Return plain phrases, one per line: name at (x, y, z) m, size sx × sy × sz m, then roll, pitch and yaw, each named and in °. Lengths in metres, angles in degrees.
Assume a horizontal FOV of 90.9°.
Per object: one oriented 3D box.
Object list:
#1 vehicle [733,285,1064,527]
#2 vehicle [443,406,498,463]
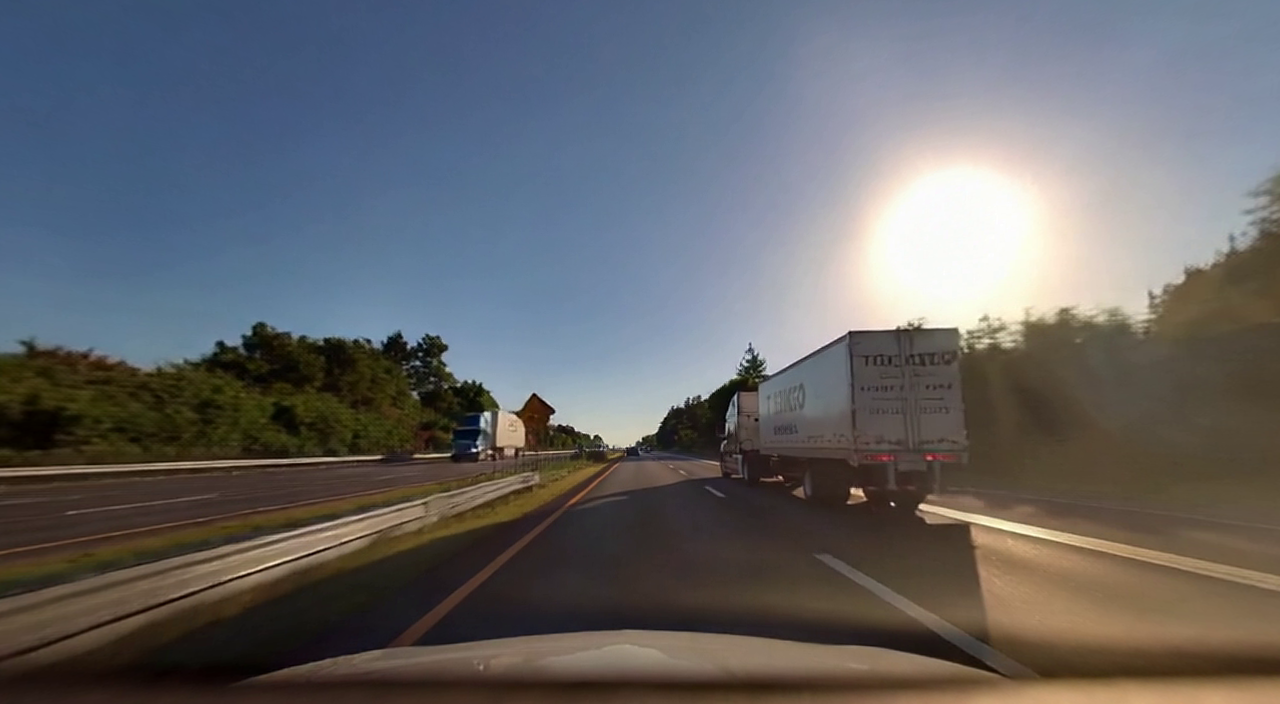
vehicle at (5.300, 1.947, 17.673) m, size 2.983 × 4.030 × 14.444 m, roll 0°, pitch -9°, yaw -1°
vehicle at (-12.802, 6.275, 47.847) m, size 3.266 × 4.192 × 2.746 m, roll 0°, pitch -9°, yaw -1°
